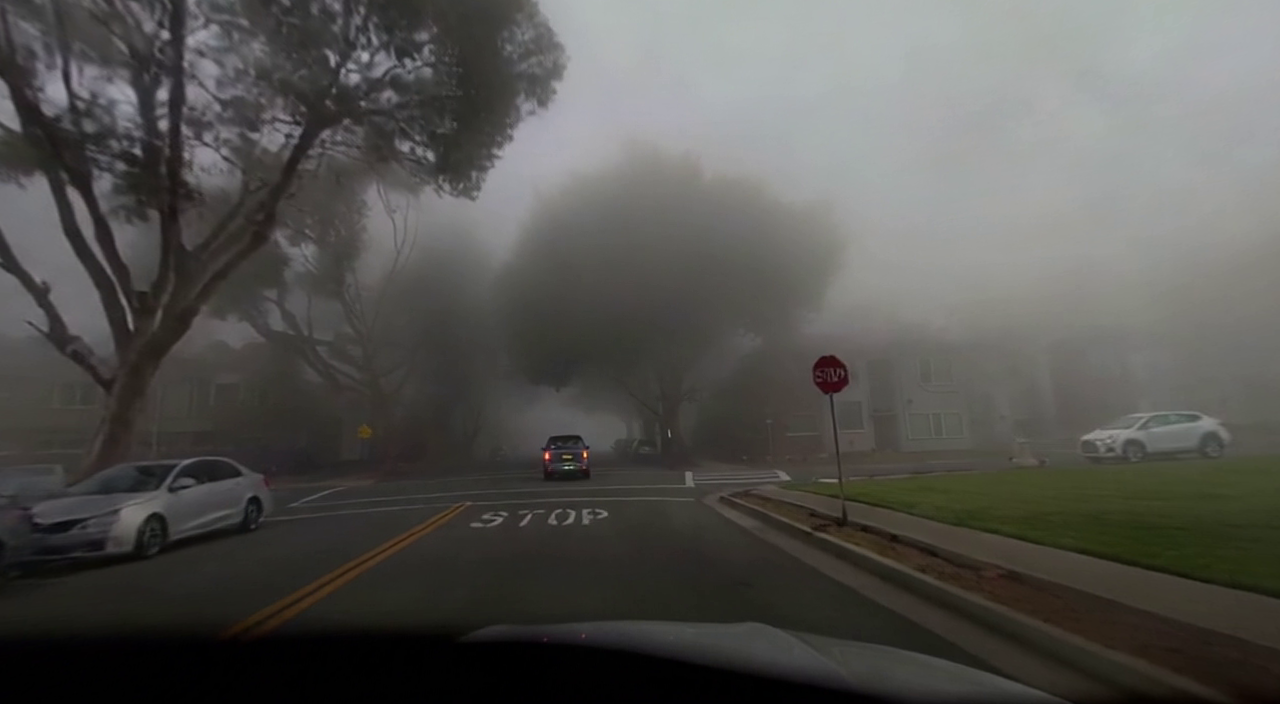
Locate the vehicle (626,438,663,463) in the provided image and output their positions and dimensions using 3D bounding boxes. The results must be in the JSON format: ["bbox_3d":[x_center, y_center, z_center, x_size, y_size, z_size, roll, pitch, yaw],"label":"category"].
[{"bbox_3d":[0.252,6.486,41.650,1.987,1.608,3.883,1,-8,-7],"label":"vehicle"}]

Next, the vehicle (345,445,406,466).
[{"bbox_3d":[-20.330,7.973,48.548,3.806,1.501,1.892,0,-8,-4],"label":"vehicle"}]

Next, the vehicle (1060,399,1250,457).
[{"bbox_3d":[17.606,2.638,21.705,4.817,1.881,2.002,1,-8,-3],"label":"vehicle"}]

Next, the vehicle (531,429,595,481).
[{"bbox_3d":[-2.802,3.819,23.650,2.172,1.722,4.201,1,-8,-5],"label":"vehicle"}]

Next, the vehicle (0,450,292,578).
[{"bbox_3d":[-7.626,2.323,9.994,1.819,1.461,4.723,0,-8,-4],"label":"vehicle"}]
